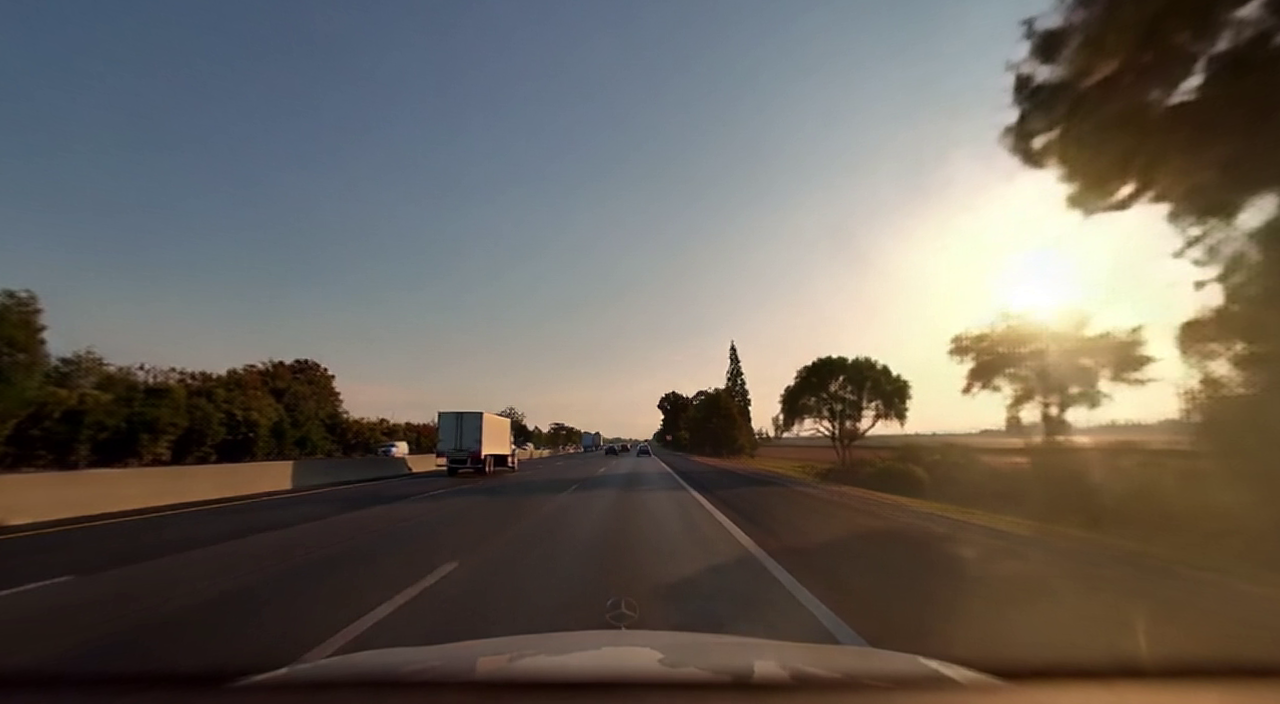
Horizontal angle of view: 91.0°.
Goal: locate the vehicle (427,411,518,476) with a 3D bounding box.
[{"bbox_3d":[-7.485,4.217,28.941,2.444,2.685,5.893,0,-9,1],"label":"vehicle"}]
